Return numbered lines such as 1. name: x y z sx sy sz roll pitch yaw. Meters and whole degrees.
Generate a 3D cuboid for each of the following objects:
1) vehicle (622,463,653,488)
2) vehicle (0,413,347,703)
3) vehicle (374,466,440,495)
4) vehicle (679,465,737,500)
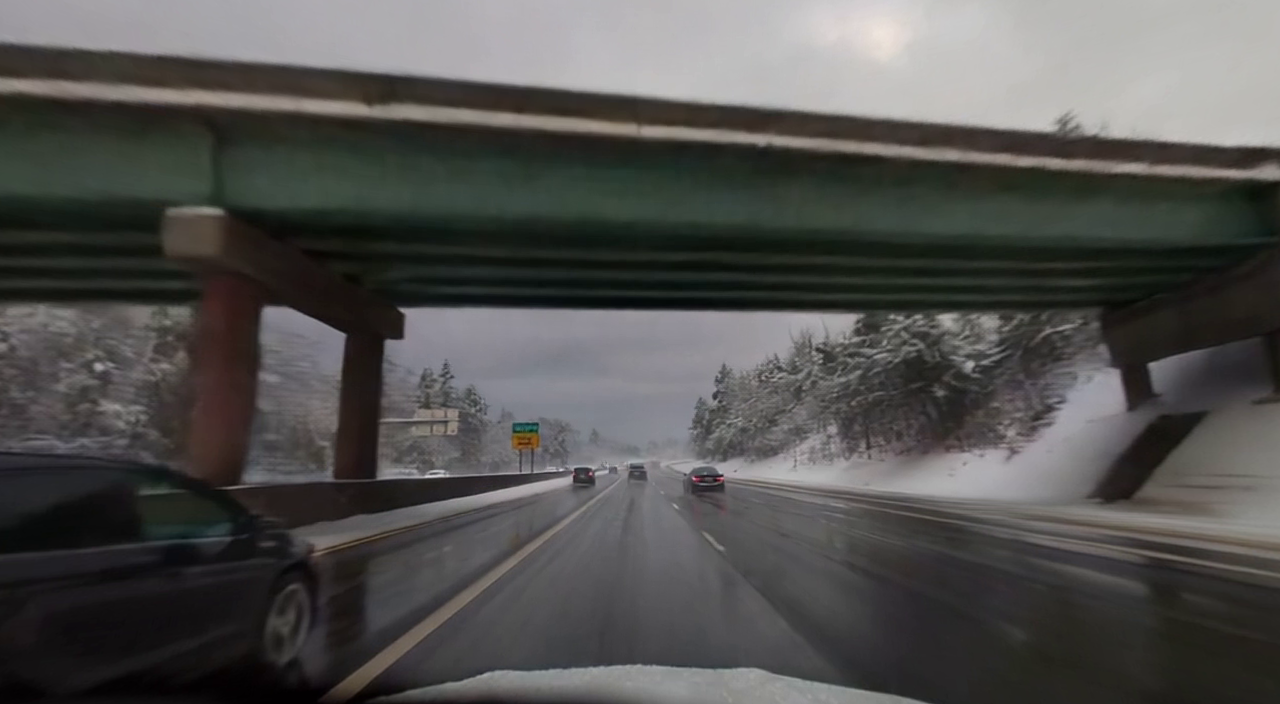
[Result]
1. vehicle: -0.242 9.054 46.159 2.181 1.698 4.056 1 -10 -1
2. vehicle: -3.178 1.008 2.331 2.099 1.516 4.308 1 -10 0
3. vehicle: -13.526 7.478 36.799 2.043 1.581 4.771 0 -10 0
4. vehicle: 3.112 6.139 29.782 2.092 1.518 4.348 1 -10 -2
